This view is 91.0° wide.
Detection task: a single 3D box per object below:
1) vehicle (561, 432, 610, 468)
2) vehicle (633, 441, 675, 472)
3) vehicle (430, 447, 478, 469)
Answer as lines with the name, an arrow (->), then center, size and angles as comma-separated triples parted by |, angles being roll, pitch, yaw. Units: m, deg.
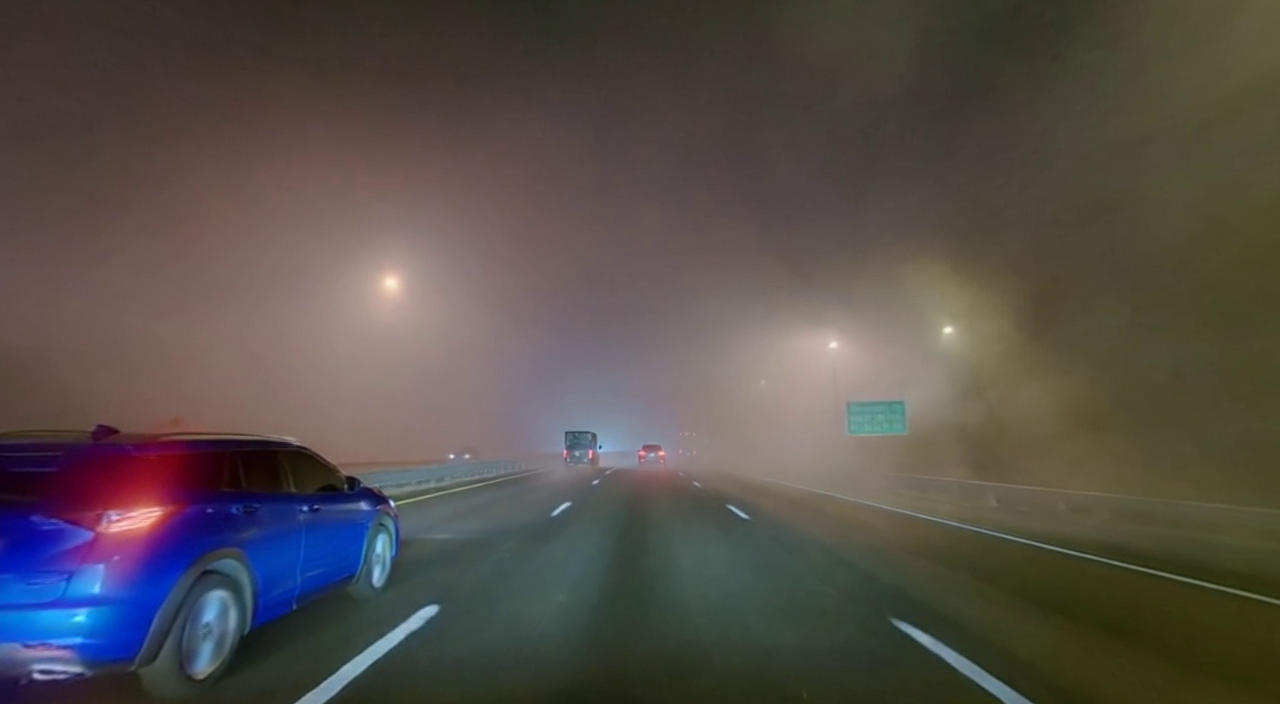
vehicle -> -3.060, 5.666, 36.556 | 2.264, 1.901, 4.647 | 0, -9, 2
vehicle -> 0.749, 5.599, 33.851 | 2.086, 1.548, 4.325 | 0, -9, 1
vehicle -> -13.496, 7.667, 45.885 | 1.911, 1.499, 4.586 | -1, -9, 3
